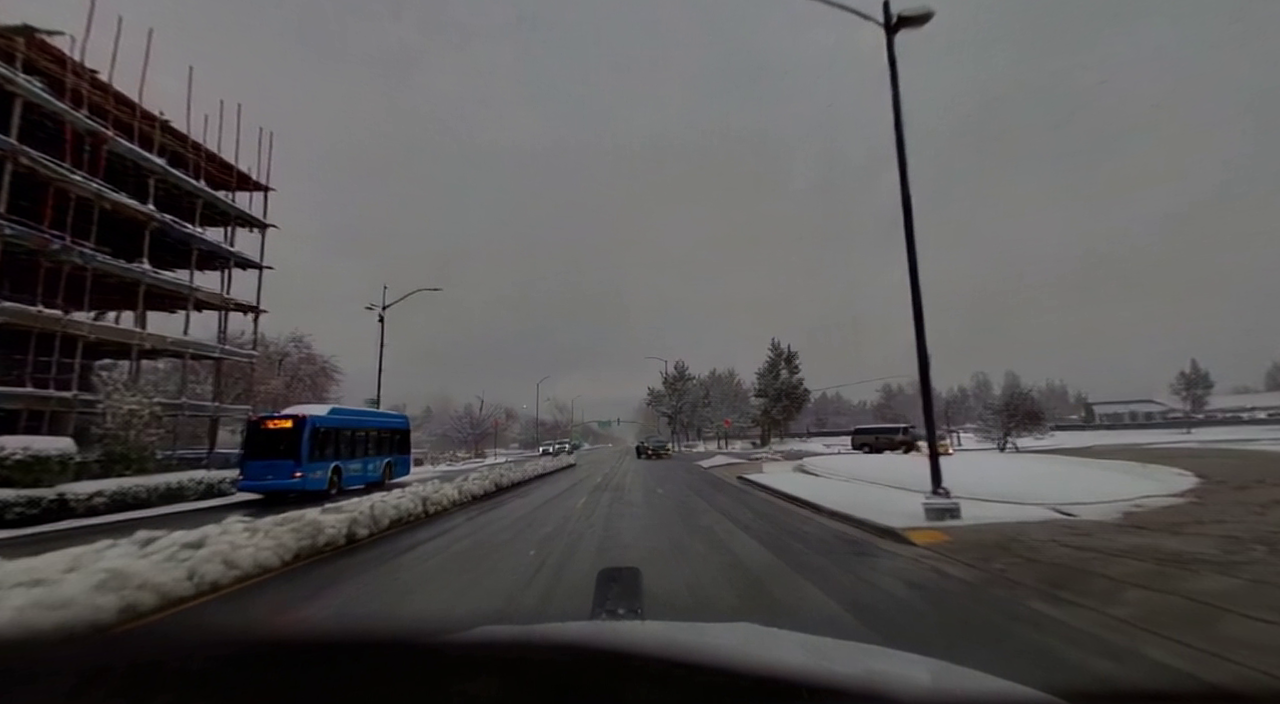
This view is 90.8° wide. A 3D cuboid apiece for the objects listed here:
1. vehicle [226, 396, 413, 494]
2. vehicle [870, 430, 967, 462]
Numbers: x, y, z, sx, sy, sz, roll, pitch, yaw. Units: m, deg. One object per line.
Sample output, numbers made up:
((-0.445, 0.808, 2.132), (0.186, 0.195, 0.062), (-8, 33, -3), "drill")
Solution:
((-10.300, 3.114, 21.214), (2.979, 2.803, 5.962), (0, -8, 1), "vehicle")
((13.704, 4.631, 31.192), (3.897, 1.470, 1.829), (0, -8, -2), "vehicle")
